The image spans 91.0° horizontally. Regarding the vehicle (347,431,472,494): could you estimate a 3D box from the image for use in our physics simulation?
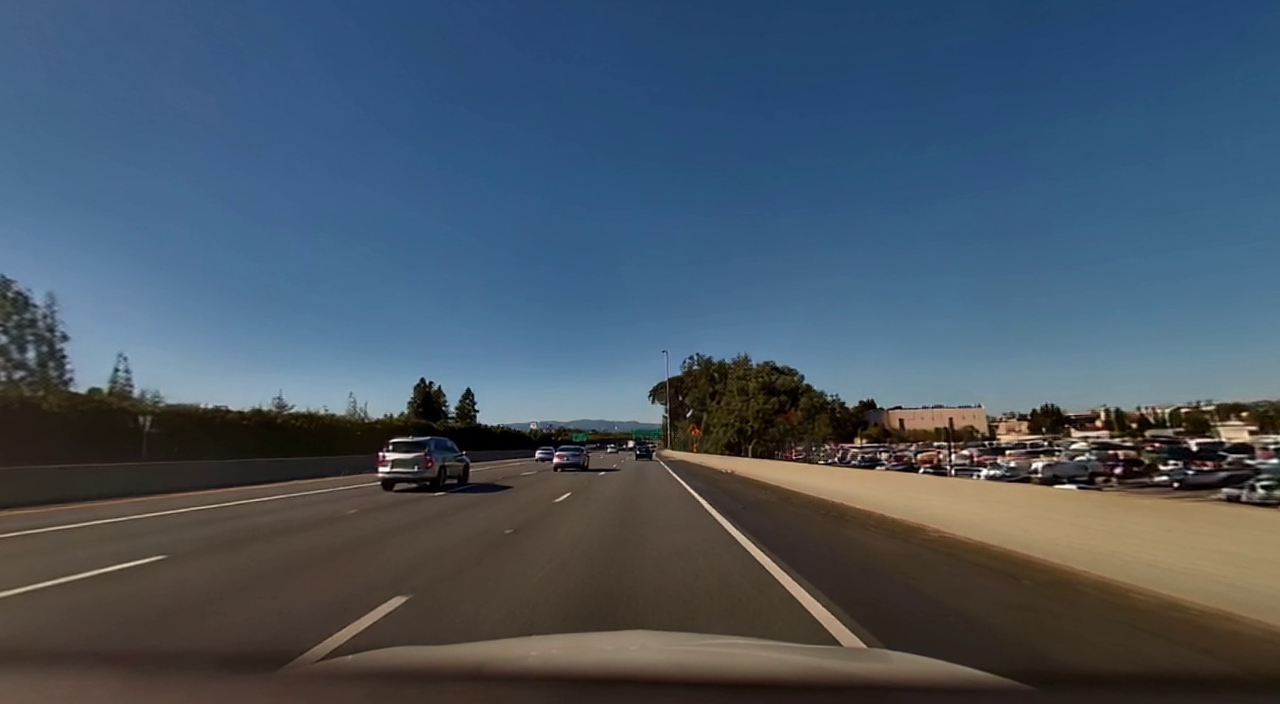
[{"bbox_3d":[-7.559,3.684,21.383,2.159,1.807,5.422,0,-9,0],"label":"vehicle"}]

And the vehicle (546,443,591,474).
[{"bbox_3d":[-4.018,6.062,36.125,2.070,1.665,4.213,0,-9,1],"label":"vehicle"}]

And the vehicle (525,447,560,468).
[{"bbox_3d":[-7.526,8.128,48.785,1.991,1.538,4.360,0,-9,0],"label":"vehicle"}]
